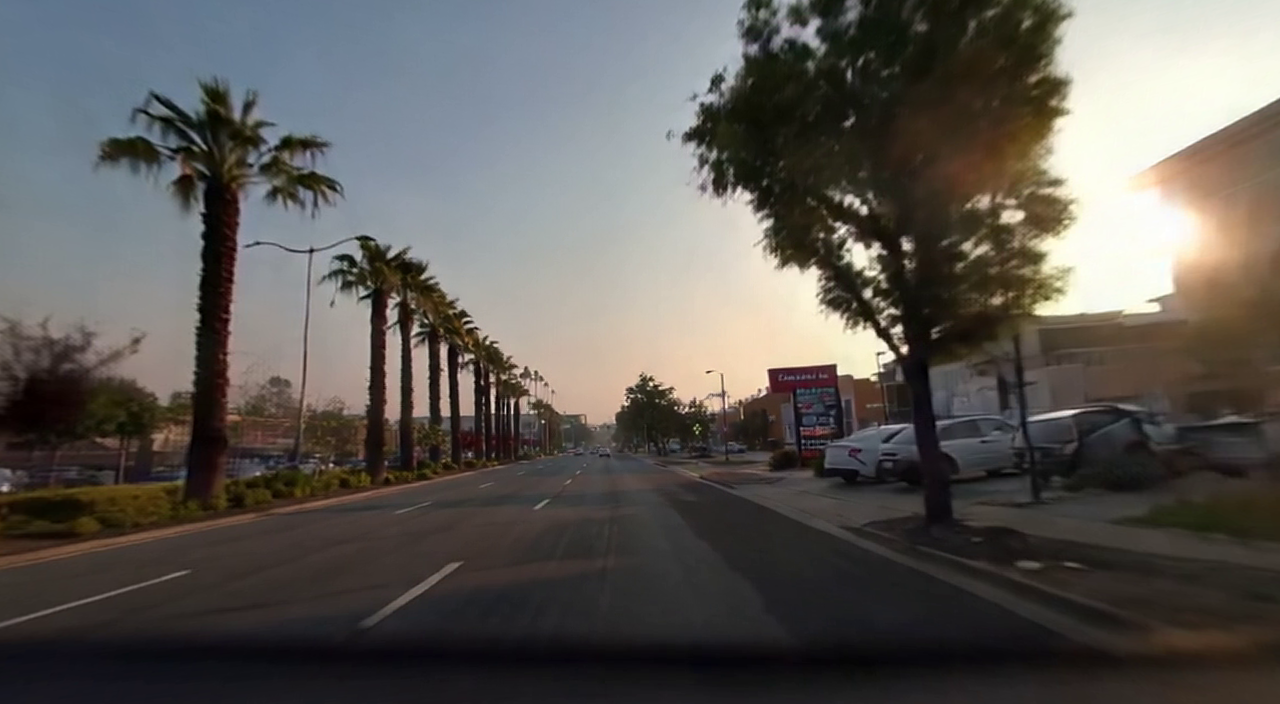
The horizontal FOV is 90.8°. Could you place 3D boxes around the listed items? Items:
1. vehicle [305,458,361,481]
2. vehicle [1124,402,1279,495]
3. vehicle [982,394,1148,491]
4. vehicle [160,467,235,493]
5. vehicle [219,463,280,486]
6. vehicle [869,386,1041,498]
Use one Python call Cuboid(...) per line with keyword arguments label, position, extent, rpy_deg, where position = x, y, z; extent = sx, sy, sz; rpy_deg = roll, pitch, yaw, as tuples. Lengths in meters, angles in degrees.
Cuboid(label="vehicle", position=(-22.472, 8.579, 46.412), extent=(1.970, 1.511, 4.836), rpy_deg=(0, -9, -4))
Cuboid(label="vehicle", position=(16.048, 2.515, 17.484), extent=(2.525, 2.043, 6.684), rpy_deg=(-7, -8, 24))
Cuboid(label="vehicle", position=(11.740, 2.481, 17.246), extent=(2.514, 2.172, 5.798), rpy_deg=(-9, -12, 44))
Cuboid(label="vehicle", position=(-28.320, 8.168, 40.630), extent=(1.909, 1.436, 4.443), rpy_deg=(1, -9, -5))
Cuboid(label="vehicle", position=(-28.758, 9.037, 46.674), extent=(1.861, 1.474, 4.719), rpy_deg=(1, -9, -6))
Cuboid(label="vehicle", position=(9.692, 2.746, 19.207), extent=(5.942, 2.851, 2.531), rpy_deg=(8, -12, -42))
